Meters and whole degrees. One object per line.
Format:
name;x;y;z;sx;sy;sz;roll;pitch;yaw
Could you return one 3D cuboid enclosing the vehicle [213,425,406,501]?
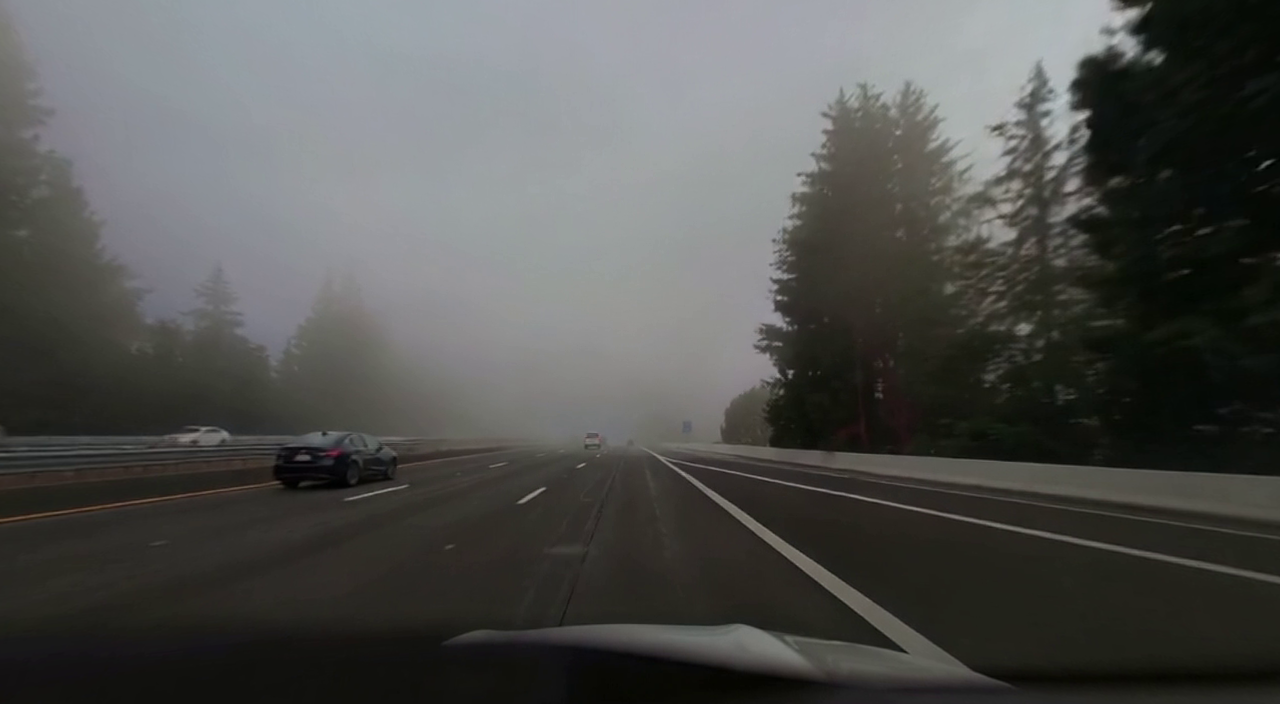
vehicle;-7.950;2.694;15.932;2.092;1.574;5.251;0;-8;0
